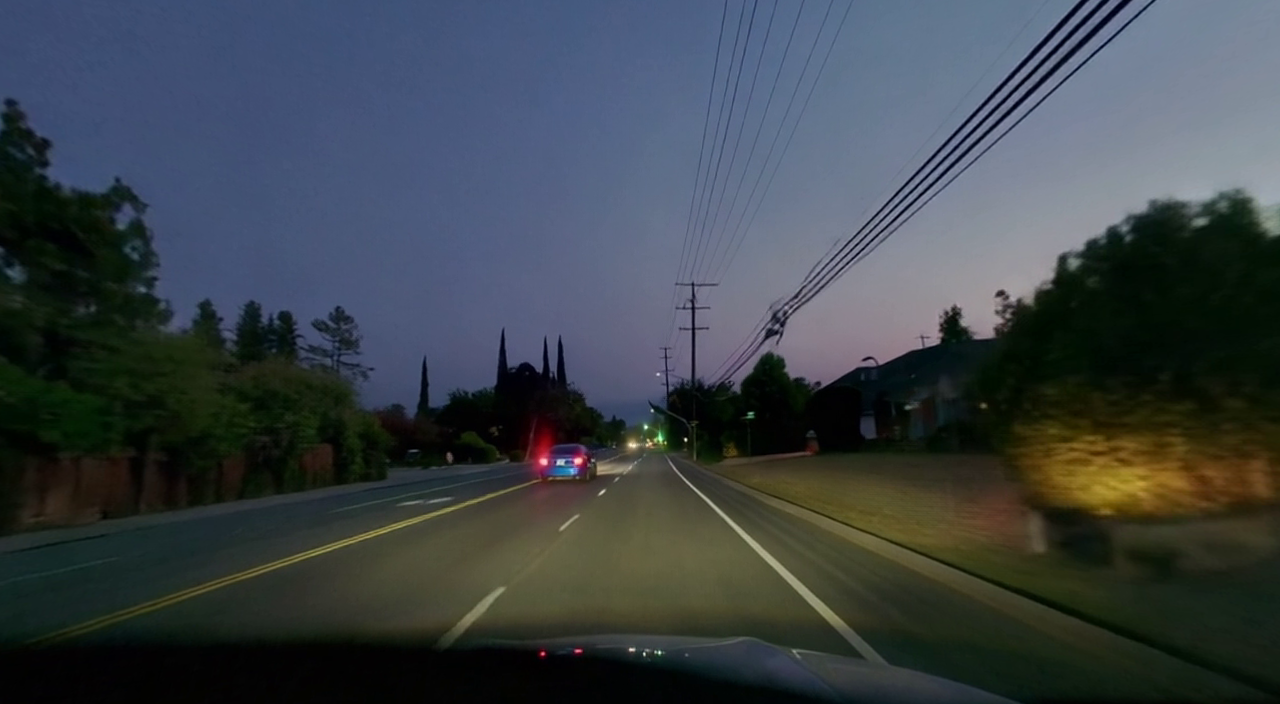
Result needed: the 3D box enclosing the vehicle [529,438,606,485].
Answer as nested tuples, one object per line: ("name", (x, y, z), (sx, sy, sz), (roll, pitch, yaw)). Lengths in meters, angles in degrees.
("vehicle", (-2.528, 4.004, 23.405), (2.085, 1.512, 5.023), (-1, -8, 2))
